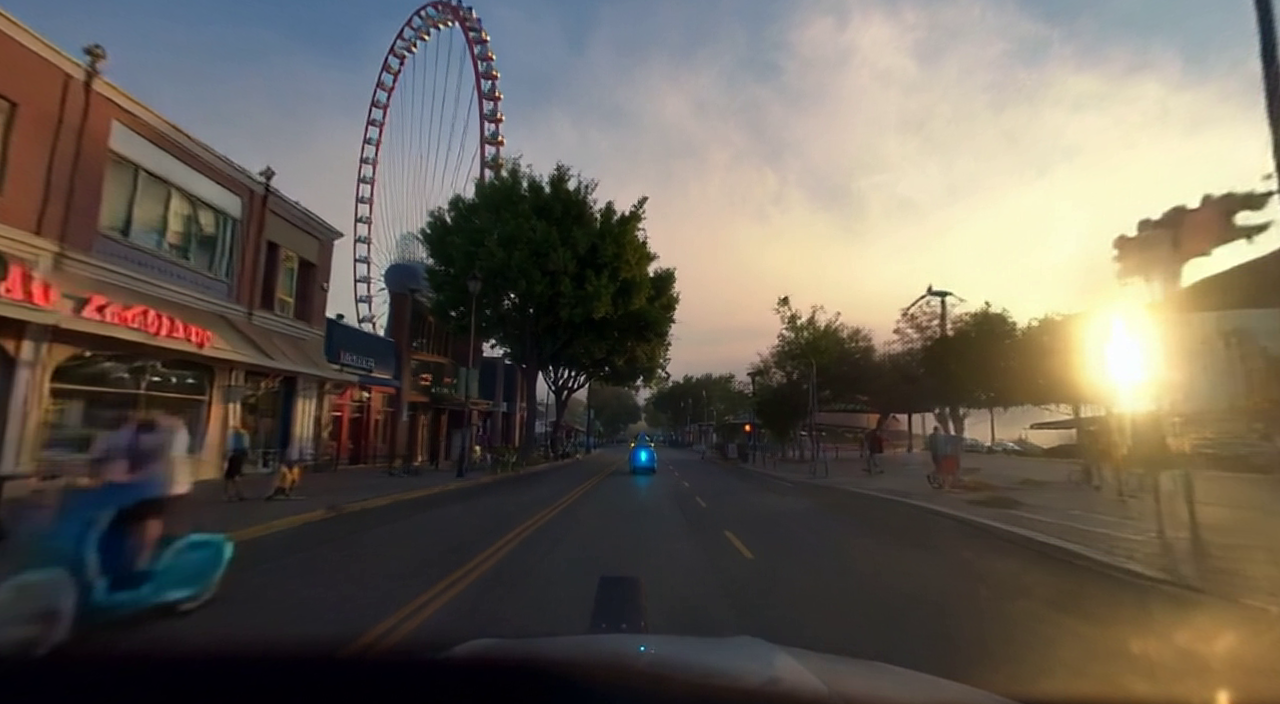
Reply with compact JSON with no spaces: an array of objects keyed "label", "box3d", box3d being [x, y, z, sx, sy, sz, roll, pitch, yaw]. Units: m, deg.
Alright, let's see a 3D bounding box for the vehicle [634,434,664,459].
[{"label":"vehicle","box3d":[0.665,7.268,48.550,2.221,1.773,4.228,0,-8,0]}]
